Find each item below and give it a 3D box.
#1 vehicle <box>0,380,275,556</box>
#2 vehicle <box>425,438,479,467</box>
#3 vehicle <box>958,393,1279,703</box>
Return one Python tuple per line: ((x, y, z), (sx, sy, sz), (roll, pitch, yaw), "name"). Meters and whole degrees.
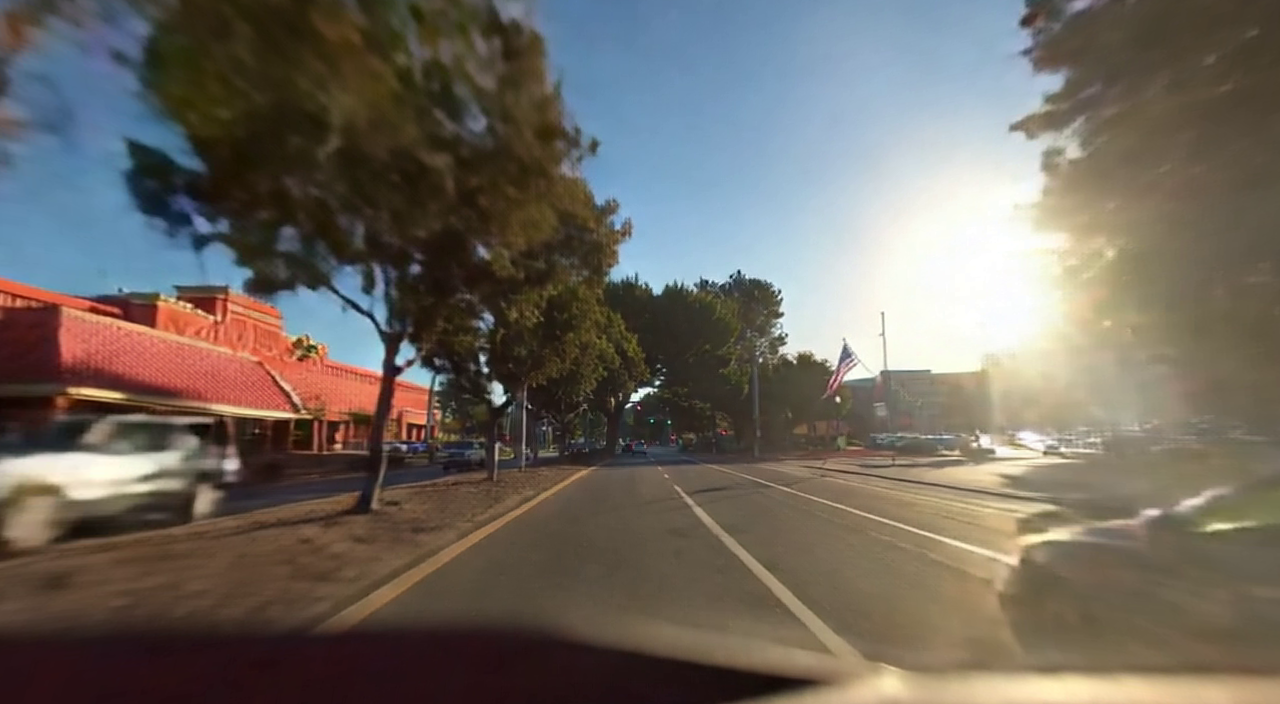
((-8.252, 1.675, 9.679), (2.171, 1.975, 5.168), (0, -8, 0), "vehicle")
((-11.653, 6.274, 39.430), (1.985, 1.658, 4.541), (0, -8, 0), "vehicle")
((3.070, 0.810, 1.561), (2.091, 1.472, 4.697), (0, -8, 0), "vehicle")
